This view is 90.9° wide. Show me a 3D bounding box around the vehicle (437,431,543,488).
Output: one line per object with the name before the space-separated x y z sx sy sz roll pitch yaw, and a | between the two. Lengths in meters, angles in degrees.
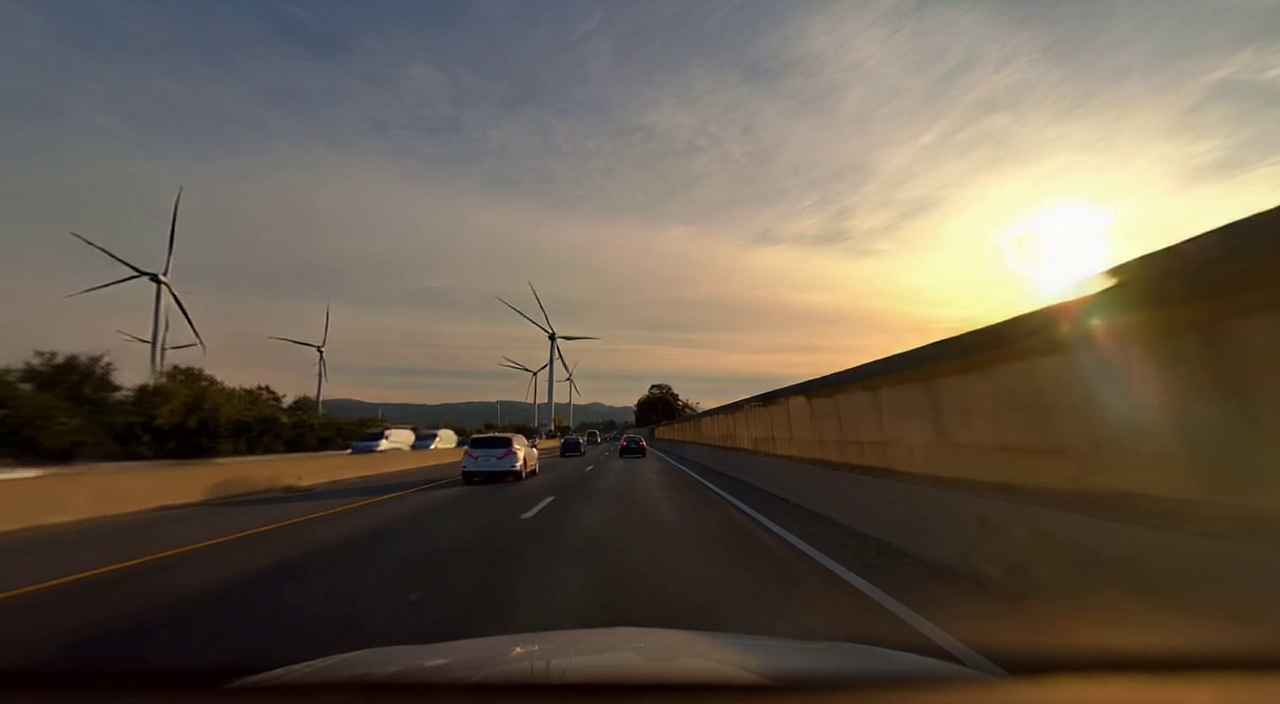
vehicle | -4.261 3.105 18.725 1.998 1.468 4.635 0 -8 0

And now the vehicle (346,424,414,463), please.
vehicle | -18.293 6.460 44.676 2.522 2.584 5.381 0 -8 0

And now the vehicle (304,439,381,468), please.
vehicle | -18.081 6.151 38.627 2.374 1.628 4.917 0 -8 -1

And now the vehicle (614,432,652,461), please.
vehicle | -0.421 5.411 36.145 2.027 1.550 3.607 0 -8 -1

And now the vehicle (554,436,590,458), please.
vehicle | -4.587 6.450 43.082 2.059 1.436 3.802 0 -8 -1
